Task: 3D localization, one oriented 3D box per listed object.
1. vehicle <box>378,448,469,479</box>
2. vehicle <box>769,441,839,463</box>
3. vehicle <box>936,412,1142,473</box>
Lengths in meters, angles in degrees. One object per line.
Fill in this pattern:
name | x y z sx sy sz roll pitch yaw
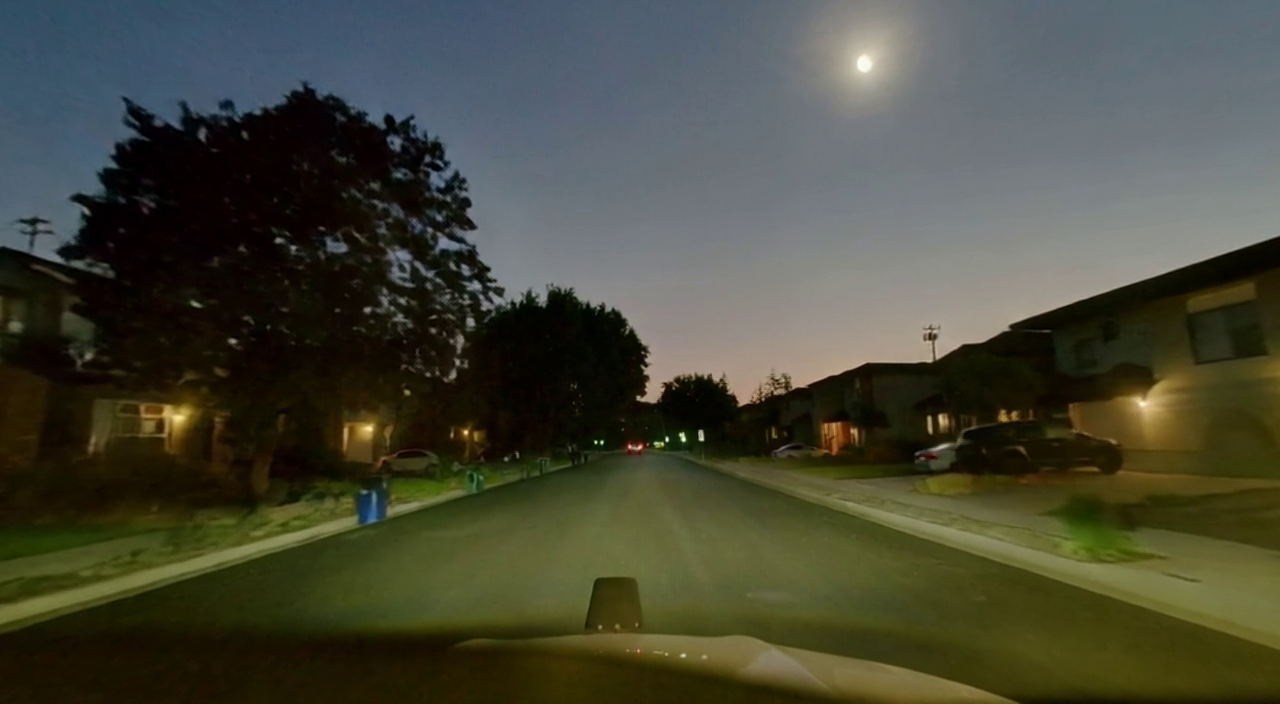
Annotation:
vehicle | -13.232 6.797 38.842 4.887 1.788 2.006 0 -8 -3
vehicle | 12.003 7.341 46.348 4.626 1.541 1.866 1 -9 -2
vehicle | 12.776 2.943 20.556 5.049 1.845 2.327 0 -9 0
